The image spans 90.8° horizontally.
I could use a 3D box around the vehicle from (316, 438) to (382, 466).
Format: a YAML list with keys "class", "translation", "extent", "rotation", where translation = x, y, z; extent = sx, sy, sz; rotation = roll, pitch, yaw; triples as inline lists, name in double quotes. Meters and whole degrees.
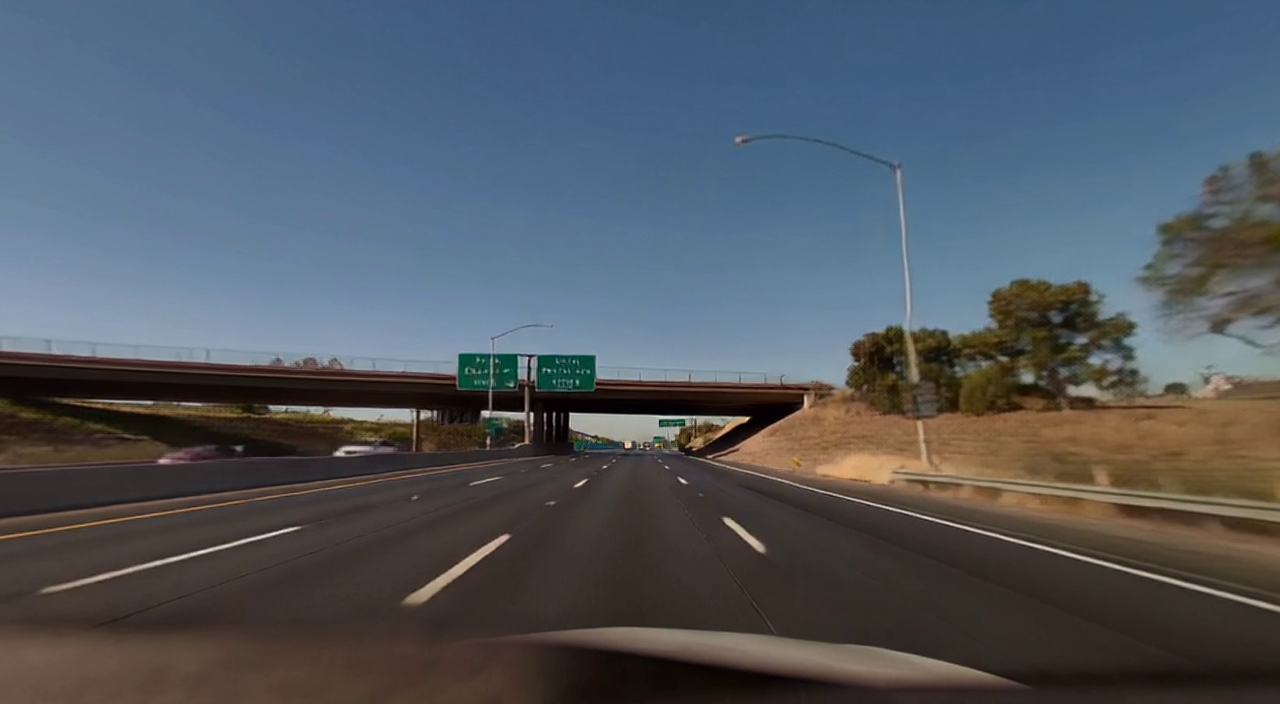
- class: "vehicle"
  translation: [-17.442, 5.995, 38.067]
  extent: [1.861, 1.565, 4.374]
  rotation: [0, -8, 0]
